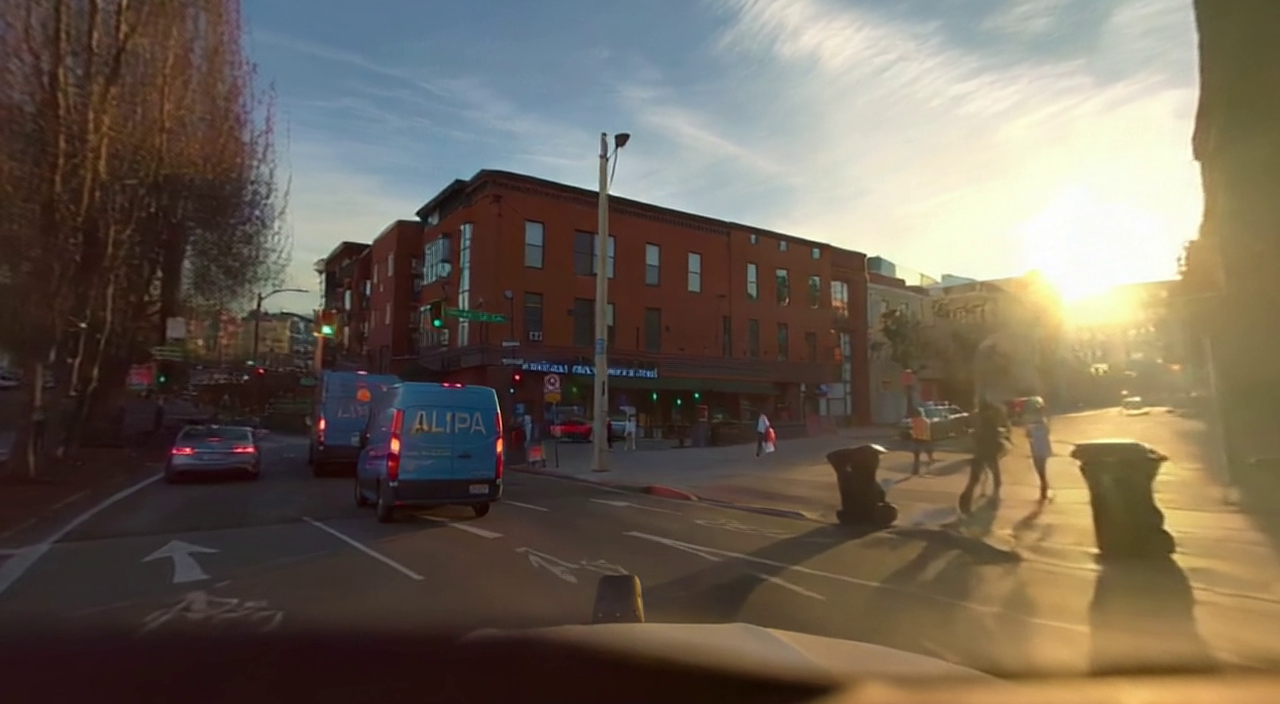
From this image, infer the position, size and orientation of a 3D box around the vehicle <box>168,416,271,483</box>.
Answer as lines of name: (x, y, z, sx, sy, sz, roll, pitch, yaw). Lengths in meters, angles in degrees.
vehicle: (-10.535, 2.436, 16.017, 1.841, 1.461, 3.426, 5, -9, -30)

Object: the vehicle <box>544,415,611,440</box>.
vehicle: (-4.055, 5.000, 41.378, 4.020, 1.572, 1.718, 5, -9, -34)

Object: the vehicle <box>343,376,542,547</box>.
vehicle: (-3.162, 1.538, 9.458, 1.951, 1.907, 4.266, 4, -9, -29)
